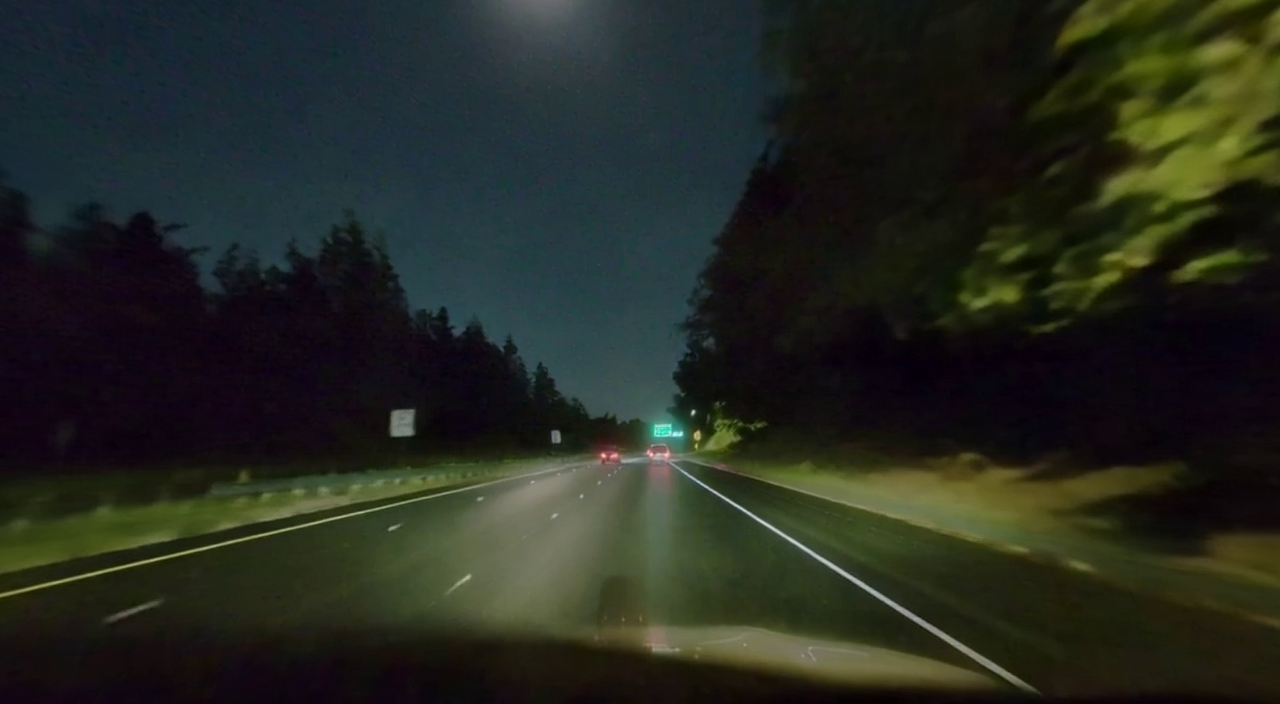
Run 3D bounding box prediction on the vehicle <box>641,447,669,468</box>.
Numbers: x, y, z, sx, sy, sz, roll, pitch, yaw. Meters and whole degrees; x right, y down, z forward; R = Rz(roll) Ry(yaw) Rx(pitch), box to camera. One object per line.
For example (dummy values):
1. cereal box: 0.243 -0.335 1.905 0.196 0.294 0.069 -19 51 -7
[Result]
1. vehicle: 1.066 7.724 46.221 1.934 1.488 3.832 0 -9 0
